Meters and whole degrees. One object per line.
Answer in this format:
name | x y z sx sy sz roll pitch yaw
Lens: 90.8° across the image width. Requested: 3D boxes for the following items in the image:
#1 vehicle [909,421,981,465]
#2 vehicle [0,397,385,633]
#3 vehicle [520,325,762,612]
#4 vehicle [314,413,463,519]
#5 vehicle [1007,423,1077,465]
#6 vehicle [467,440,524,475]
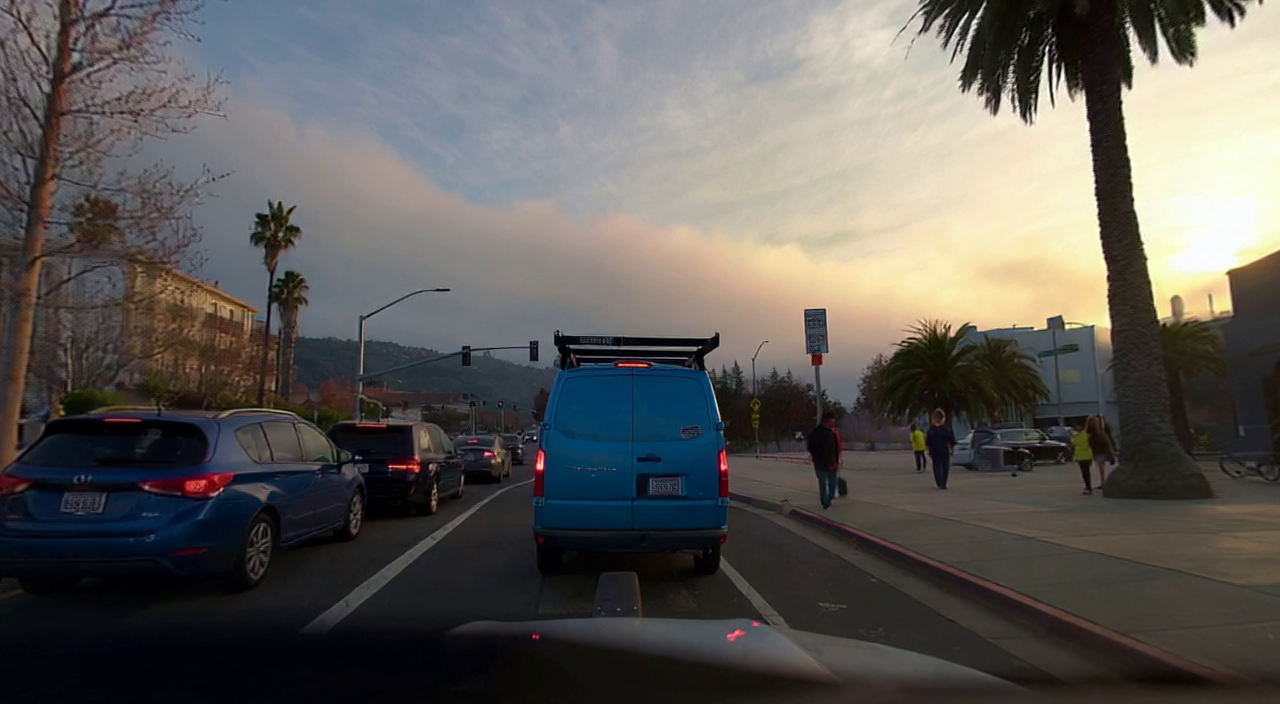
vehicle | 12.643 3.765 26.047 2.046 1.675 3.924 -6 -10 33
vehicle | -4.395 1.469 6.672 1.986 1.643 4.315 1 -9 -6
vehicle | -0.199 1.216 7.185 1.902 2.238 4.263 1 -9 -6
vehicle | -5.207 2.421 13.892 2.089 1.854 5.022 2 -9 -11
vehicle | 15.796 3.617 24.726 2.048 1.475 3.972 -6 -10 34
vehicle | -6.836 4.893 29.579 1.818 1.479 4.428 4 -9 -22
